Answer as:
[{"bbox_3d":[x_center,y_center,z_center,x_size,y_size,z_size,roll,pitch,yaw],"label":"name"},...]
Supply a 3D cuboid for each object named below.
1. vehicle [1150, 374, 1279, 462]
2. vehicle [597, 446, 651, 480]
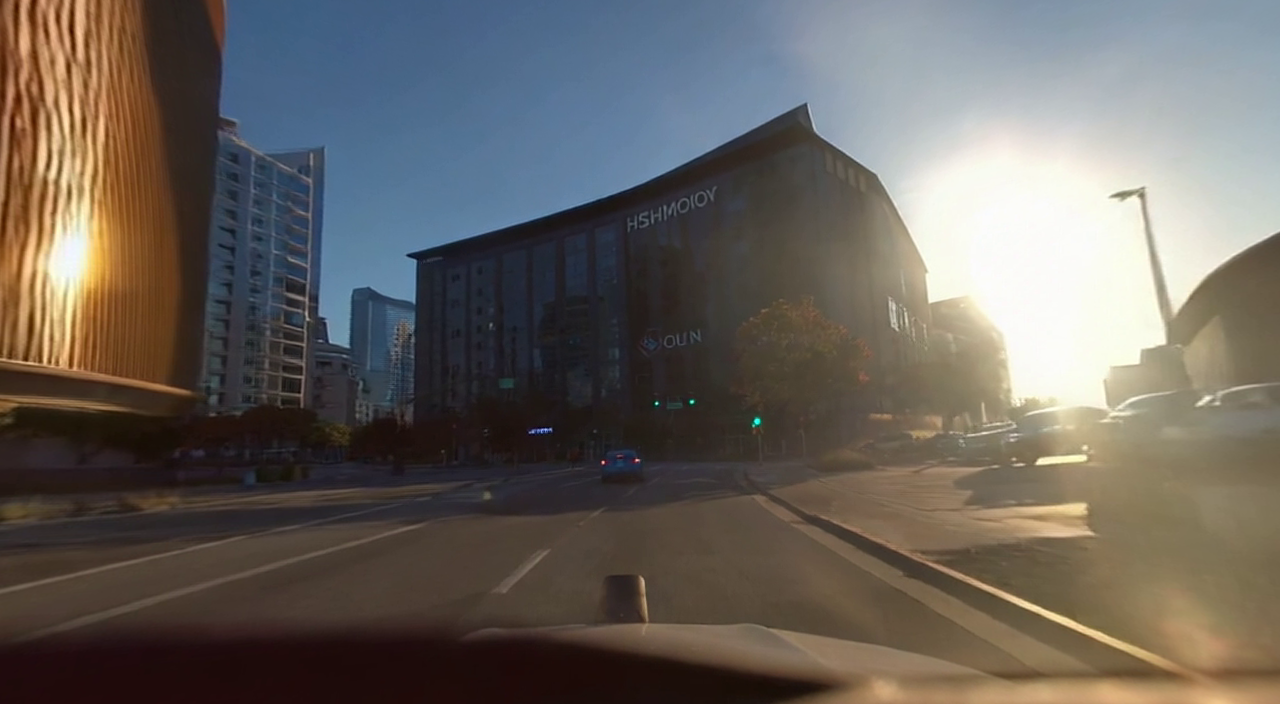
[{"bbox_3d":[13.468,1.335,12.794,4.214,1.615,2.008,-3,-10,7],"label":"vehicle"},{"bbox_3d":[-0.691,5.296,30.344,1.971,1.486,4.380,-1,-9,7],"label":"vehicle"}]
